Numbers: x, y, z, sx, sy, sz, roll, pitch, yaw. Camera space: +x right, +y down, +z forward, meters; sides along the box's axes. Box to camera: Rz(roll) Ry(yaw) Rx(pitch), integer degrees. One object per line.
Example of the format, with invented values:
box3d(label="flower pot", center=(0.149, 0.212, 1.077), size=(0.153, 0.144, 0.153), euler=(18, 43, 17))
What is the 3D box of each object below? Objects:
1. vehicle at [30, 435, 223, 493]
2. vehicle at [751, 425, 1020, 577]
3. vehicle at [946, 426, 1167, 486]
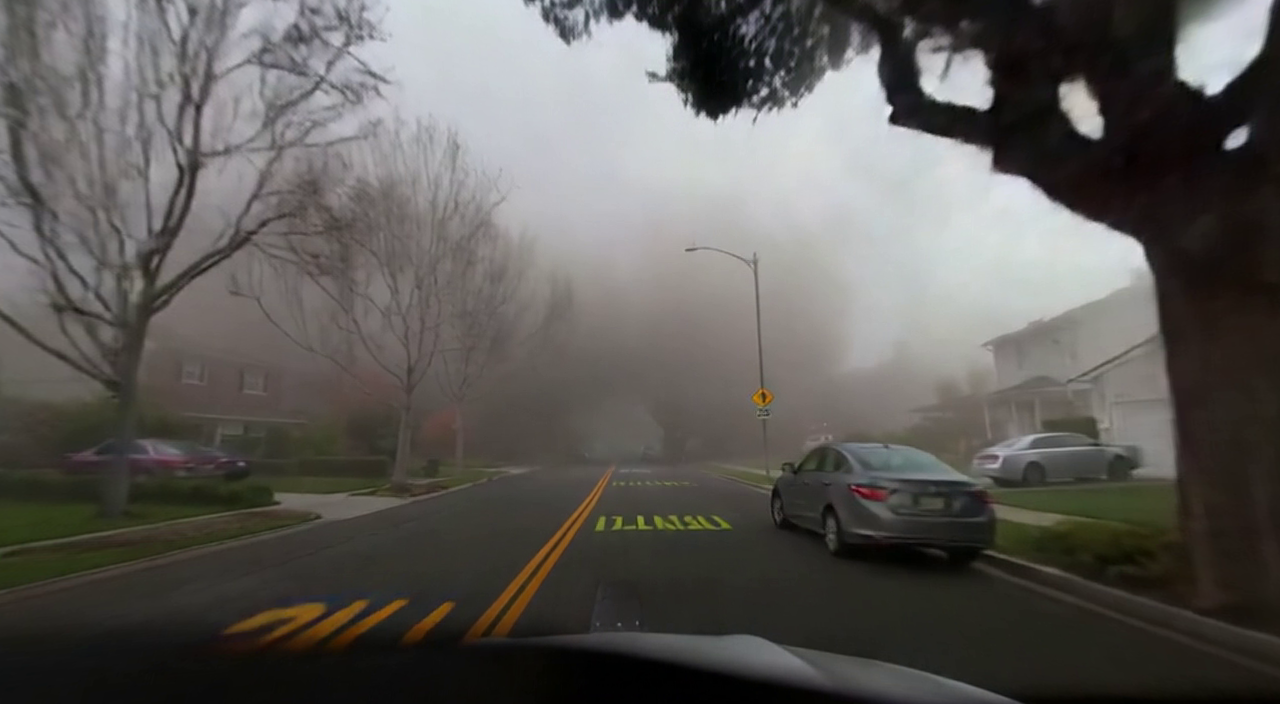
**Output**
box3d(label="vehicle", center=(-16.314, 3.565, 20.284), size=(4.331, 1.738, 2.067), euler=(0, -9, 1))
box3d(label="vehicle", center=(3.071, 1.951, 9.192), size=(1.988, 1.618, 4.567), euler=(0, -8, -1))
box3d(label="vehicle", center=(11.141, 2.809, 17.182), size=(4.472, 1.481, 2.143), euler=(0, -8, 0))
